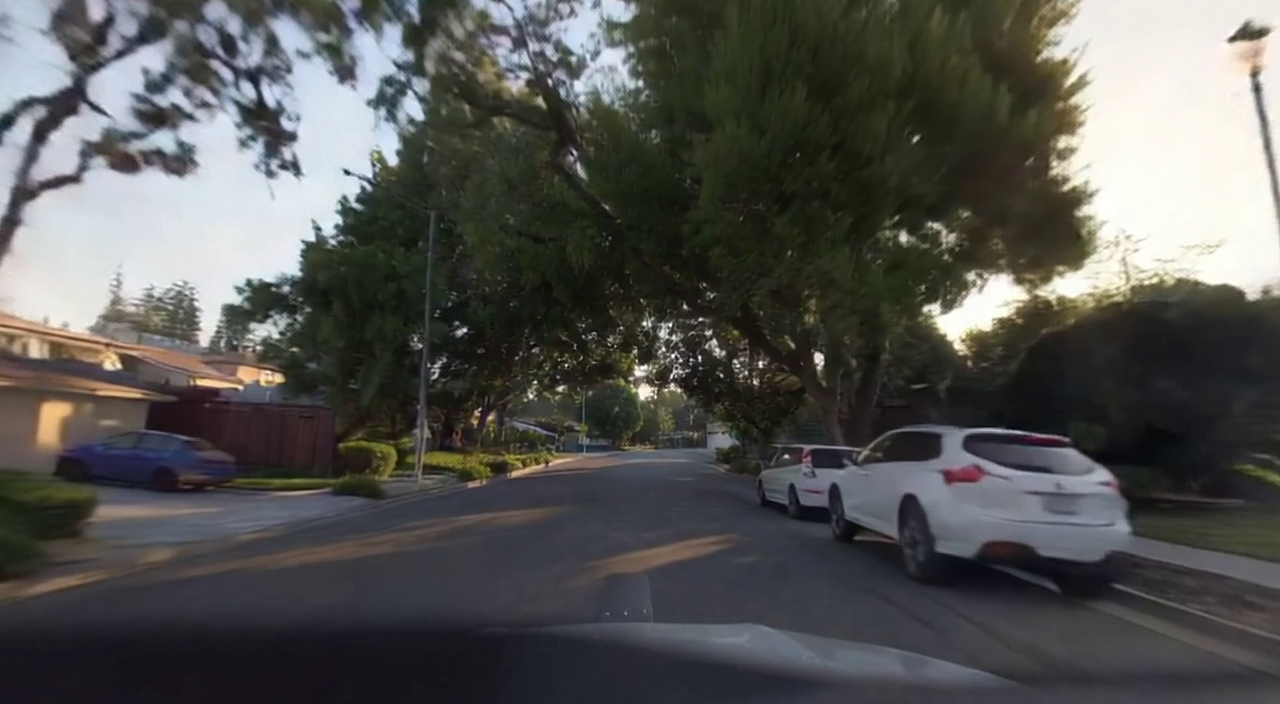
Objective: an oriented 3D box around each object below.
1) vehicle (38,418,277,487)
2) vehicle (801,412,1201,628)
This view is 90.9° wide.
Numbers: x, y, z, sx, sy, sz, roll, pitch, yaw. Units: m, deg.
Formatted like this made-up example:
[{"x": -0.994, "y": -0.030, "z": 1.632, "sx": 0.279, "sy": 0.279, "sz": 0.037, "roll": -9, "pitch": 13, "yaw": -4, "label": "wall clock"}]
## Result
[{"x": -12.773, "y": 2.670, "z": 16.890, "sx": 4.906, "sy": 1.564, "sz": 1.988, "roll": 1, "pitch": -8, "yaw": 6, "label": "vehicle"}, {"x": 3.570, "y": 1.724, "z": 7.549, "sx": 2.046, "sy": 1.760, "sz": 4.570, "roll": 0, "pitch": -8, "yaw": 0, "label": "vehicle"}]
